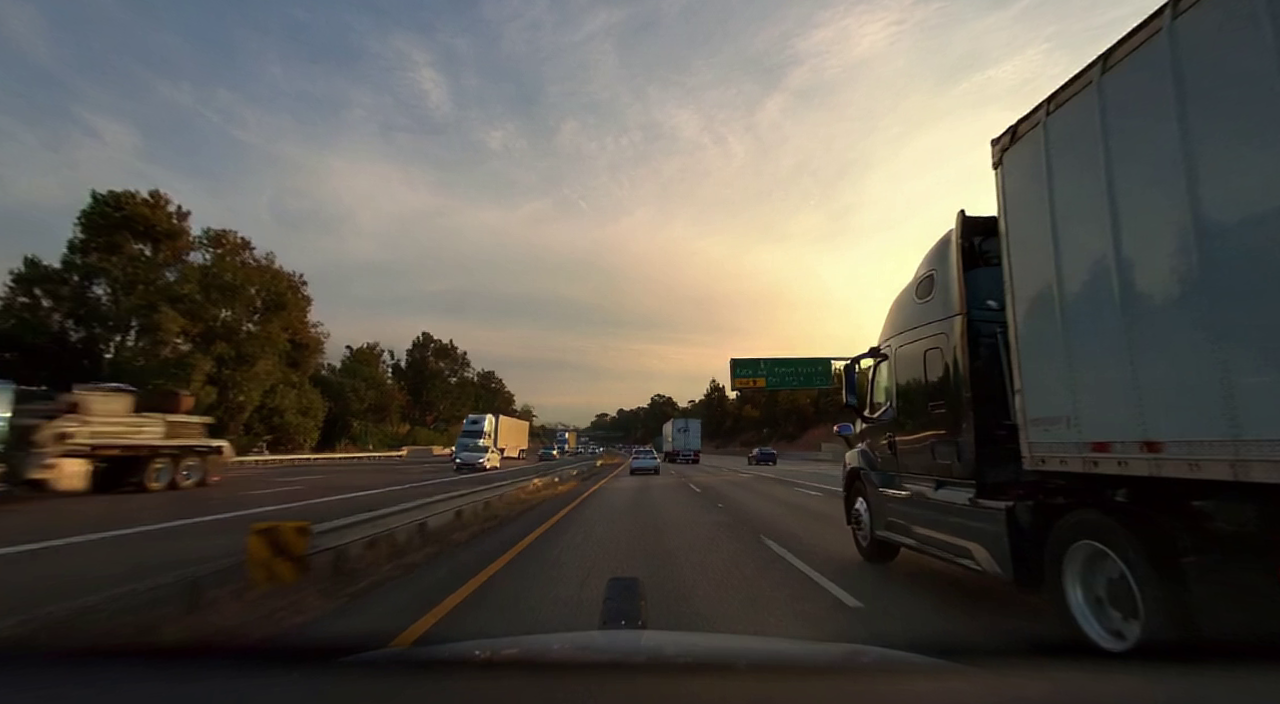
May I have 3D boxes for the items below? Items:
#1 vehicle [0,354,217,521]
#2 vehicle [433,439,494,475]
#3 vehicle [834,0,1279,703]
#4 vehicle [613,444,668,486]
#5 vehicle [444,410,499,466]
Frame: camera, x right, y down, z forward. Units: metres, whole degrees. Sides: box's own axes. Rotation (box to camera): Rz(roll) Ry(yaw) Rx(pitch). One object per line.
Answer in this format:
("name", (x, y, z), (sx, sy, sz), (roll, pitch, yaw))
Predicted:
("vehicle", (-11.716, 1.660, 11.925), (2.523, 2.698, 6.861), (0, -9, 1))
("vehicle", (-7.902, 4.747, 28.558), (1.740, 1.474, 3.855), (0, -9, -1))
("vehicle", (3.511, 0.296, 2.943), (2.975, 2.936, 6.573), (0, -9, -1))
("vehicle", (-0.006, 4.658, 26.332), (2.111, 1.599, 3.859), (0, -9, -1))
("vehicle", (-12.266, 6.332, 46.145), (3.045, 3.890, 2.977), (0, -9, 0))
